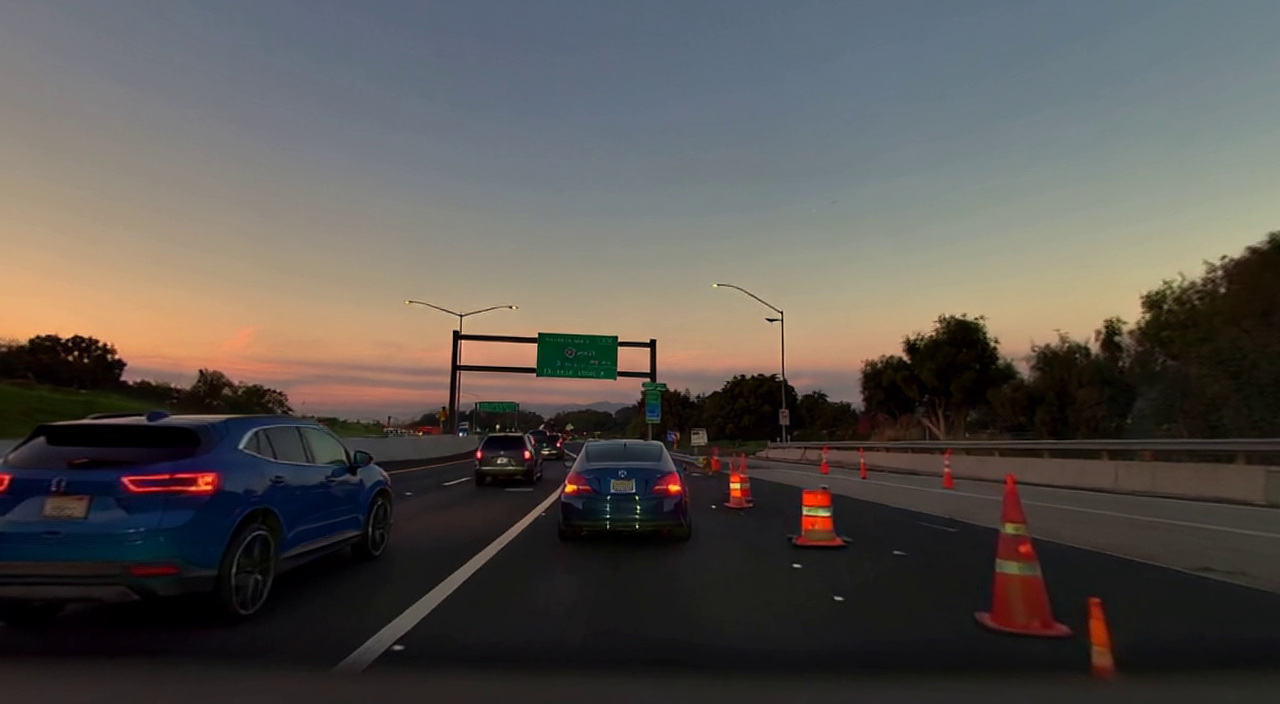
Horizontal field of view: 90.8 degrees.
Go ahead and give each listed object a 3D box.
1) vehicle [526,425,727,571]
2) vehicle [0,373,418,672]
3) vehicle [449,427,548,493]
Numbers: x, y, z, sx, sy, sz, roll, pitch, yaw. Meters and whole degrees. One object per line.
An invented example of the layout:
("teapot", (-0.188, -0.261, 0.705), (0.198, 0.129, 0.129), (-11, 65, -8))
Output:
("vehicle", (-0.202, 1.807, 8.574), (2.069, 1.484, 3.982), (0, -8, -2))
("vehicle", (-3.734, 1.275, 5.728), (2.025, 1.708, 4.089), (0, -9, -1))
("vehicle", (-4.011, 3.139, 18.636), (1.982, 1.727, 4.057), (0, -9, 0))
